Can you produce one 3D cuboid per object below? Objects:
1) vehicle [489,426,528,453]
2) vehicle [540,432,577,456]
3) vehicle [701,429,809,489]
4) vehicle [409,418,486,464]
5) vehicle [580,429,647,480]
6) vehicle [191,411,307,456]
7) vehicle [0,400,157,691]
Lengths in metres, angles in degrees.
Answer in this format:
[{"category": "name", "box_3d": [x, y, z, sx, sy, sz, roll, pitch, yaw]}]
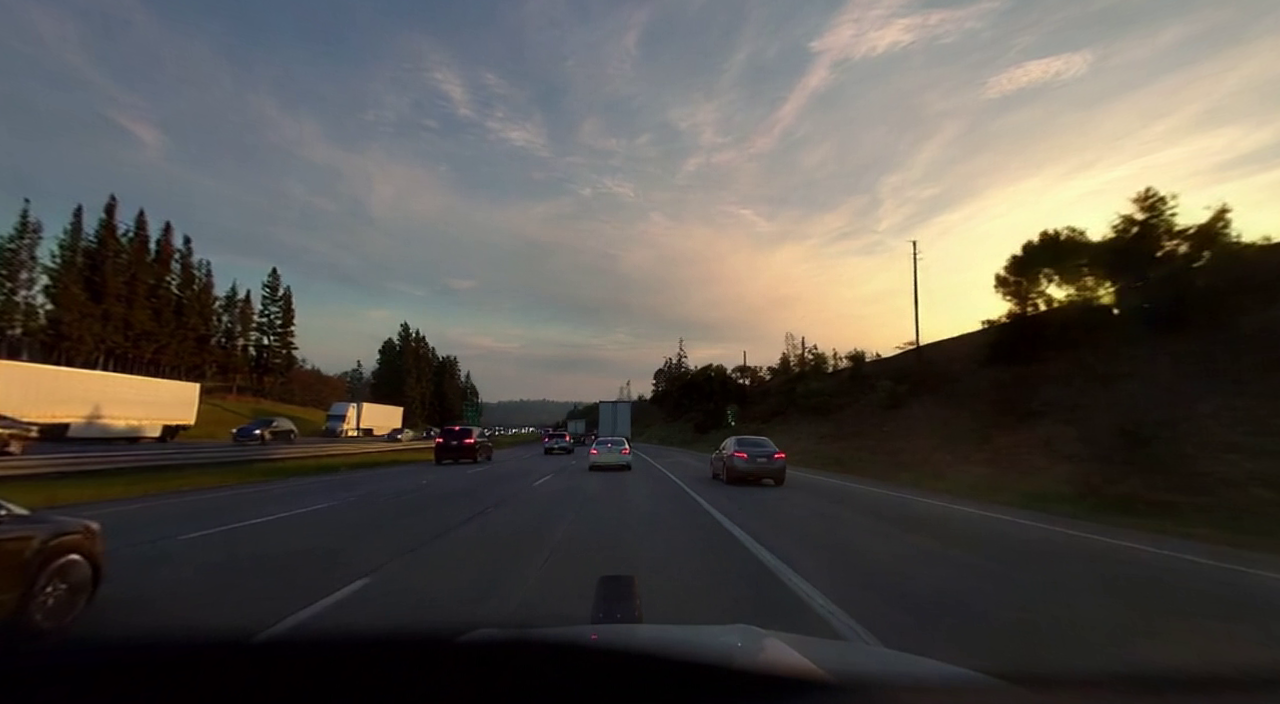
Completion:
[{"category": "vehicle", "box_3d": [-9.463, 6.359, 45.590, 1.992, 1.838, 4.493, 0, -8, -2]}, {"category": "vehicle", "box_3d": [-5.434, 6.170, 42.369, 2.046, 1.493, 4.384, 0, -8, -2]}, {"category": "vehicle", "box_3d": [3.059, 2.945, 17.773, 1.981, 1.474, 4.396, 0, -8, -3]}, {"category": "vehicle", "box_3d": [-8.728, 4.102, 29.012, 2.158, 1.943, 4.662, 0, -8, -1]}, {"category": "vehicle", "box_3d": [-0.861, 3.281, 20.520, 1.980, 1.478, 3.758, 0, -8, -2]}, {"category": "vehicle", "box_3d": [-15.449, 3.263, 25.159, 1.993, 1.617, 4.277, 0, -8, -2]}, {"category": "vehicle", "box_3d": [-4.227, 0.871, 2.299, 1.916, 1.476, 3.782, 0, -8, -1]}]
